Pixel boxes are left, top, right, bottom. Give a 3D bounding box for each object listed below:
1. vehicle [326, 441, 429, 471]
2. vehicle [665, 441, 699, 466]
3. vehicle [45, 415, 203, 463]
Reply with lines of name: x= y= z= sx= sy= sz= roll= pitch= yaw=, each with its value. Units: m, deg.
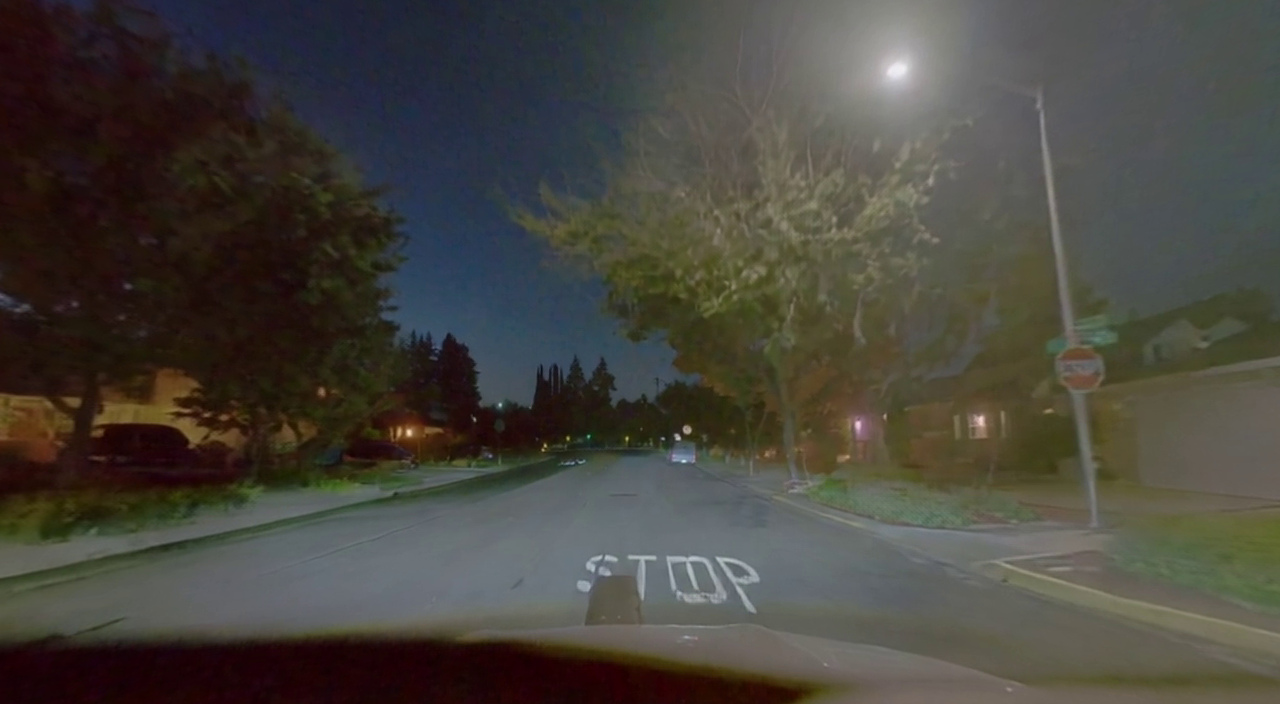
vehicle: x=-13.722 y=5.456 z=33.259 sx=4.572 sy=1.522 sz=1.999 roll=1 pitch=-8 yaw=-5
vehicle: x=2.740 y=6.706 z=41.793 sx=1.975 sy=1.528 sz=4.000 roll=0 pitch=-8 yaw=0
vehicle: x=-18.900 y=3.221 z=23.311 sx=4.093 sy=1.661 sz=1.765 roll=0 pitch=-8 yaw=-5
